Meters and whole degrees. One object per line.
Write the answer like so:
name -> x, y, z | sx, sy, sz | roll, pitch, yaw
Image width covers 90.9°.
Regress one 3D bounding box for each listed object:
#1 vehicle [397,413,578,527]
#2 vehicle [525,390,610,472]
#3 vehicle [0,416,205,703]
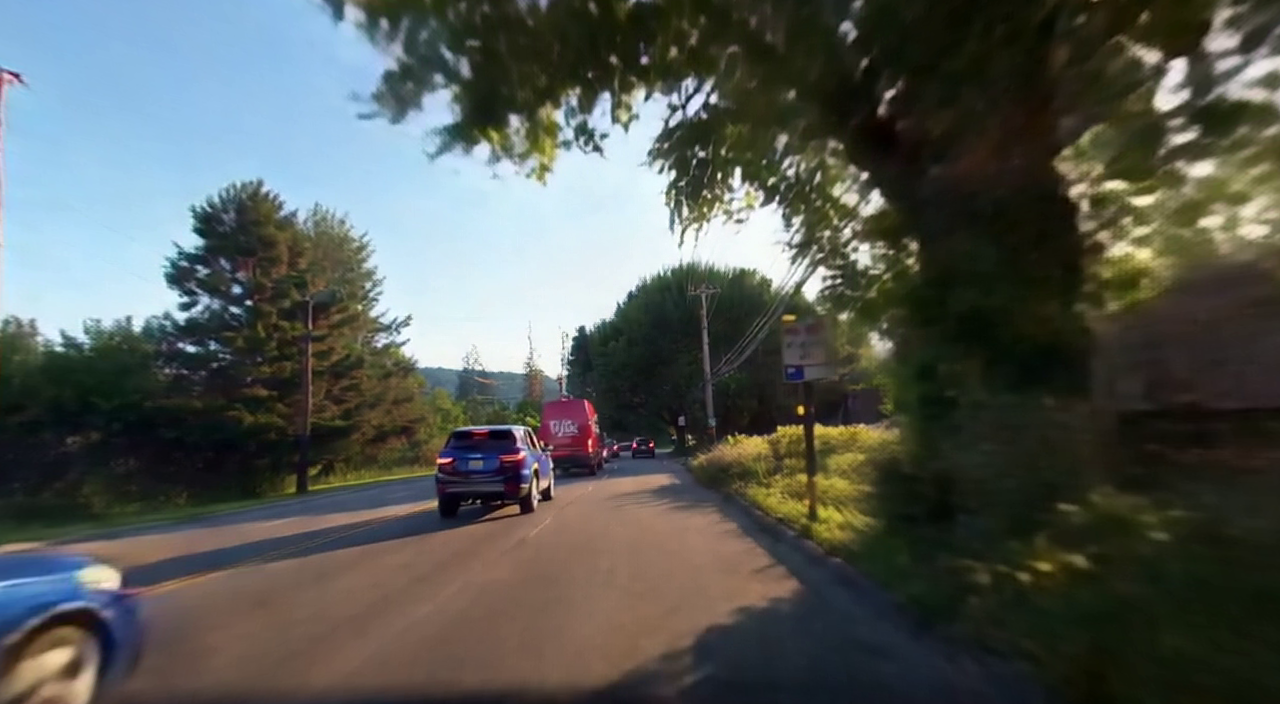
vehicle -> -2.743, 2.316, 13.001 | 2.187, 1.821, 5.501 | -1, -8, 2
vehicle -> -3.051, 3.769, 29.260 | 2.818, 3.181, 9.114 | 0, -8, 0
vehicle -> -3.336, 0.780, 0.954 | 1.966, 1.466, 4.699 | 0, -8, 1
